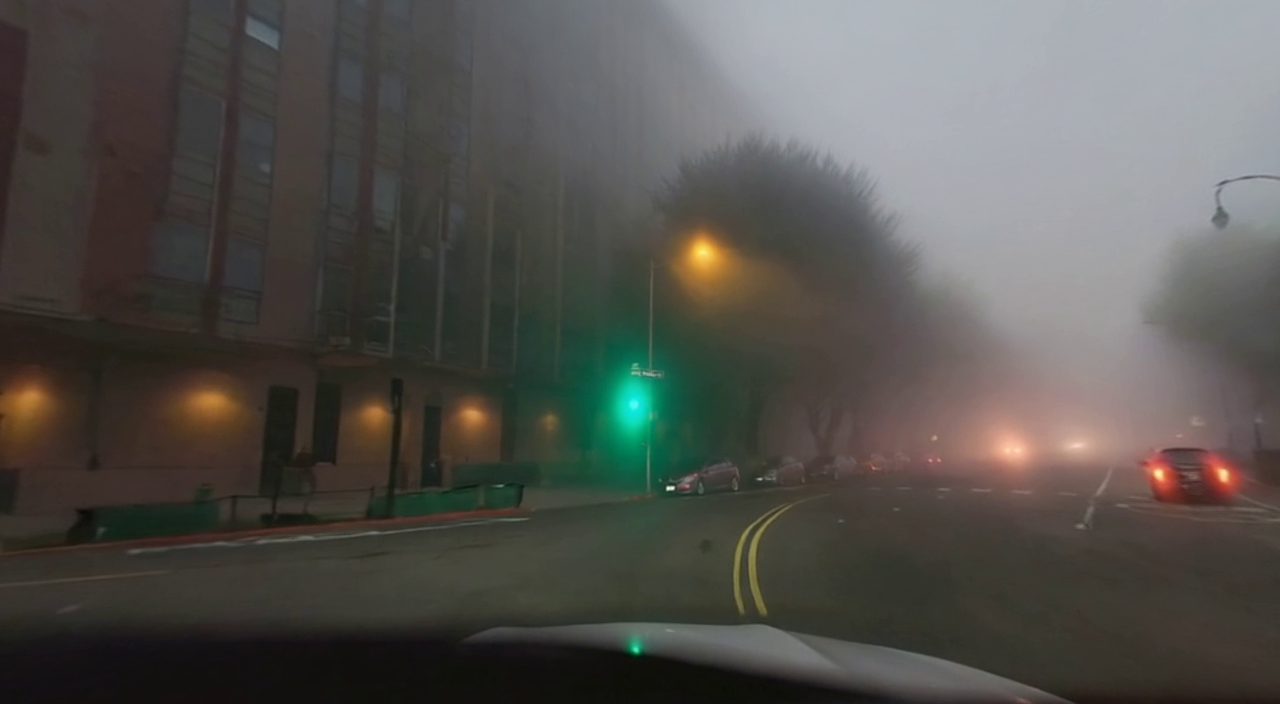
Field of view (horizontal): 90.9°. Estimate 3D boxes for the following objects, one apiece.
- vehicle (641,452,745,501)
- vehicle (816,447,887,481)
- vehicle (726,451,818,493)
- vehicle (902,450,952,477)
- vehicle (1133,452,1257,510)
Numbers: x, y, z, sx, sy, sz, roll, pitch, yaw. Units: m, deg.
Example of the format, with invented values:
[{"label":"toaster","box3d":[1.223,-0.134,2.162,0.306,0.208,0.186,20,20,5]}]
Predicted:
[{"label":"vehicle","box3d":[2.092,4.632,23.879,1.922,1.628,4.291,-7,-11,36]},{"label":"vehicle","box3d":[12.564,6.544,37.196,2.171,1.816,5.274,-7,-11,39]},{"label":"vehicle","box3d":[6.020,5.327,28.331,2.179,1.658,4.765,-7,-11,37]},{"label":"vehicle","box3d":[17.317,6.686,37.946,1.852,1.465,4.092,-6,-11,36]},{"label":"vehicle","box3d":[16.794,3.852,19.351,2.148,1.488,4.508,-6,-10,33]}]
